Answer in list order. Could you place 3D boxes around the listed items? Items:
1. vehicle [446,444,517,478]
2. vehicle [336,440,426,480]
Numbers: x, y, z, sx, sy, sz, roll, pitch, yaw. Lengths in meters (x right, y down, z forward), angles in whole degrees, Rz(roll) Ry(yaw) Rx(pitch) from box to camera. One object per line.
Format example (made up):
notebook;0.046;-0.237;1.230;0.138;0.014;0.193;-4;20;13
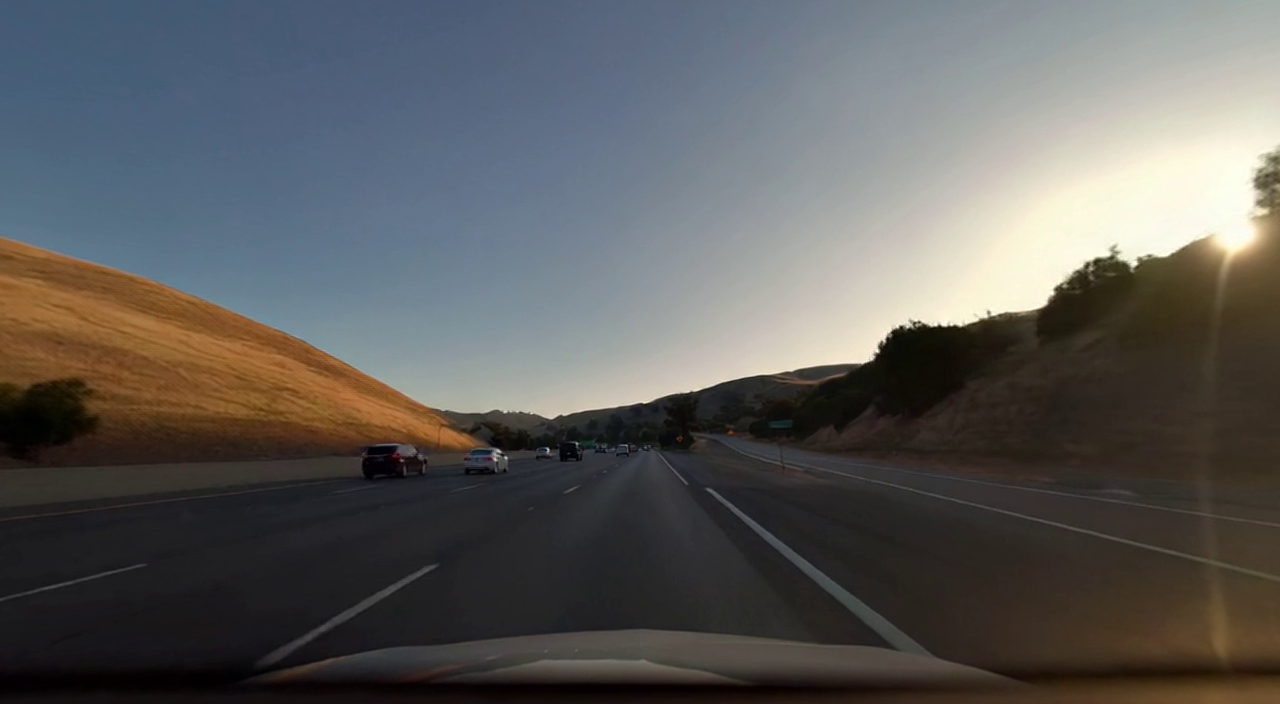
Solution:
vehicle;-7.338;5.092;29.692;2.107;1.484;4.449;0;-9;1
vehicle;-11.510;4.839;28.452;2.020;1.645;4.629;0;-9;1
